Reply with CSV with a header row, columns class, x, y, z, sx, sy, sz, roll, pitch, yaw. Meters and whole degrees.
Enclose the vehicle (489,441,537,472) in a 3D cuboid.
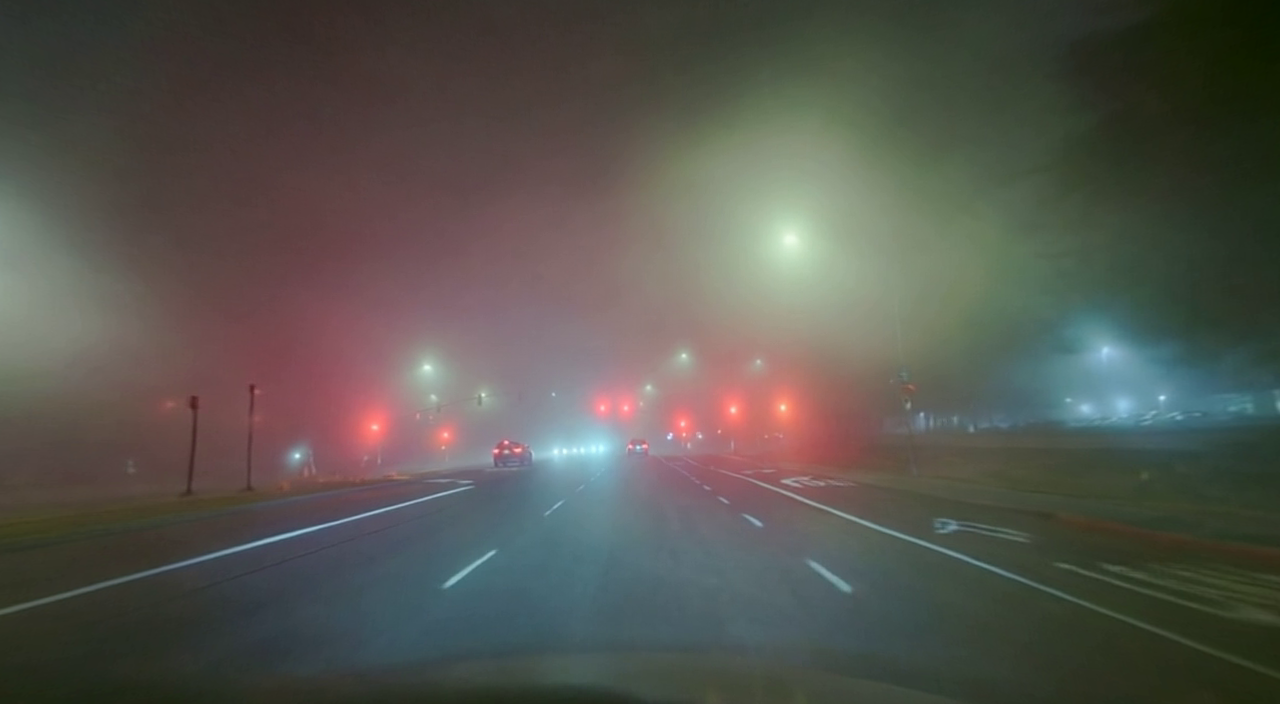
class,x,y,z,sx,sy,sz,roll,pitch,yaw
vehicle,-6.910,5.717,34.858,1.869,1.570,4.064,0,-8,-1
